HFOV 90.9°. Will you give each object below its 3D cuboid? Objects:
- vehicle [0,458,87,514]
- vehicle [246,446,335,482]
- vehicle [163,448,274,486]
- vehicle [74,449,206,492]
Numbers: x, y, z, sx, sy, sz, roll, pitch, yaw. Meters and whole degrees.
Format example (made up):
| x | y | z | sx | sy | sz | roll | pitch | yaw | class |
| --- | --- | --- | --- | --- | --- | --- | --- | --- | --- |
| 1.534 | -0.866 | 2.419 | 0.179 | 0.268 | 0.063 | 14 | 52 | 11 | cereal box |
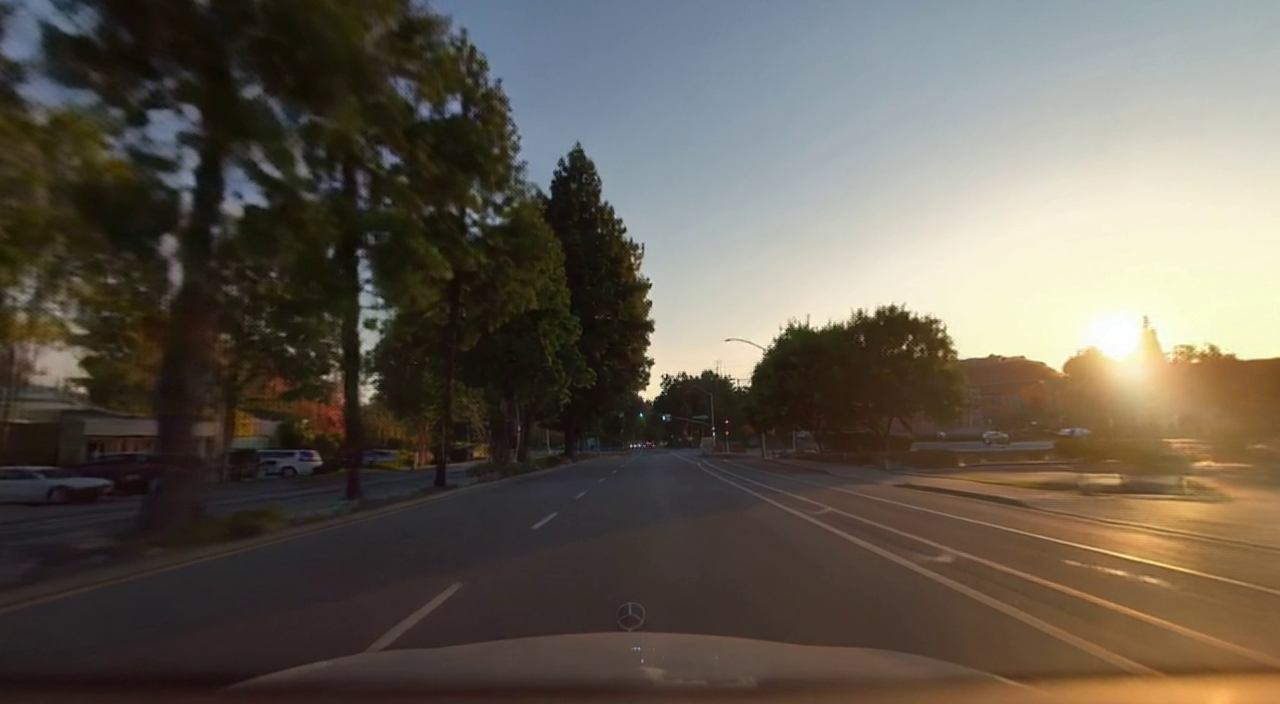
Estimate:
| x | y | z | sx | sy | sz | roll | pitch | yaw | class |
| --- | --- | --- | --- | --- | --- | --- | --- | --- | --- |
| -25.299 | 5.435 | 25.246 | 4.386 | 2.004 | 1.991 | -4 | -9 | -2 | vehicle |
| -24.064 | 7.685 | 43.546 | 5.040 | 2.072 | 1.949 | -3 | -6 | 0 | vehicle |
| -23.649 | 6.447 | 35.482 | 4.634 | 1.977 | 2.282 | -1 | -9 | 3 | vehicle |
| -23.703 | 5.592 | 30.037 | 4.271 | 1.902 | 2.281 | 0 | -8 | 1 | vehicle |
